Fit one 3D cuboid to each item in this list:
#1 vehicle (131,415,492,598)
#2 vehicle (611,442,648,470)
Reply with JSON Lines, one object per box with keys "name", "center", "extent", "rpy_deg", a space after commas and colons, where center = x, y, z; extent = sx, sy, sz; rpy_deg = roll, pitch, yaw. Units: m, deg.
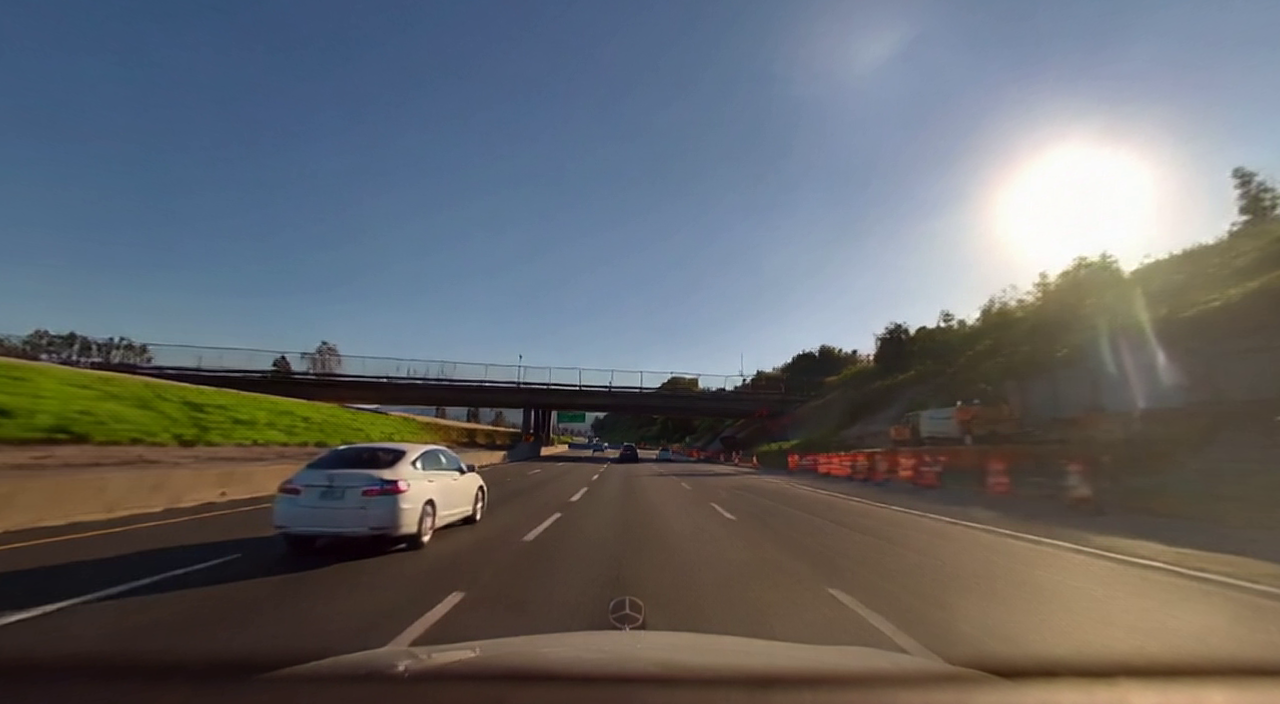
{"name": "vehicle", "center": [-3.572, 1.764, 8.201], "extent": [2.114, 1.650, 4.730], "rpy_deg": [0, -8, 0]}
{"name": "vehicle", "center": [-0.760, 7.011, 42.771], "extent": [2.328, 1.805, 4.502], "rpy_deg": [0, -8, -2]}
